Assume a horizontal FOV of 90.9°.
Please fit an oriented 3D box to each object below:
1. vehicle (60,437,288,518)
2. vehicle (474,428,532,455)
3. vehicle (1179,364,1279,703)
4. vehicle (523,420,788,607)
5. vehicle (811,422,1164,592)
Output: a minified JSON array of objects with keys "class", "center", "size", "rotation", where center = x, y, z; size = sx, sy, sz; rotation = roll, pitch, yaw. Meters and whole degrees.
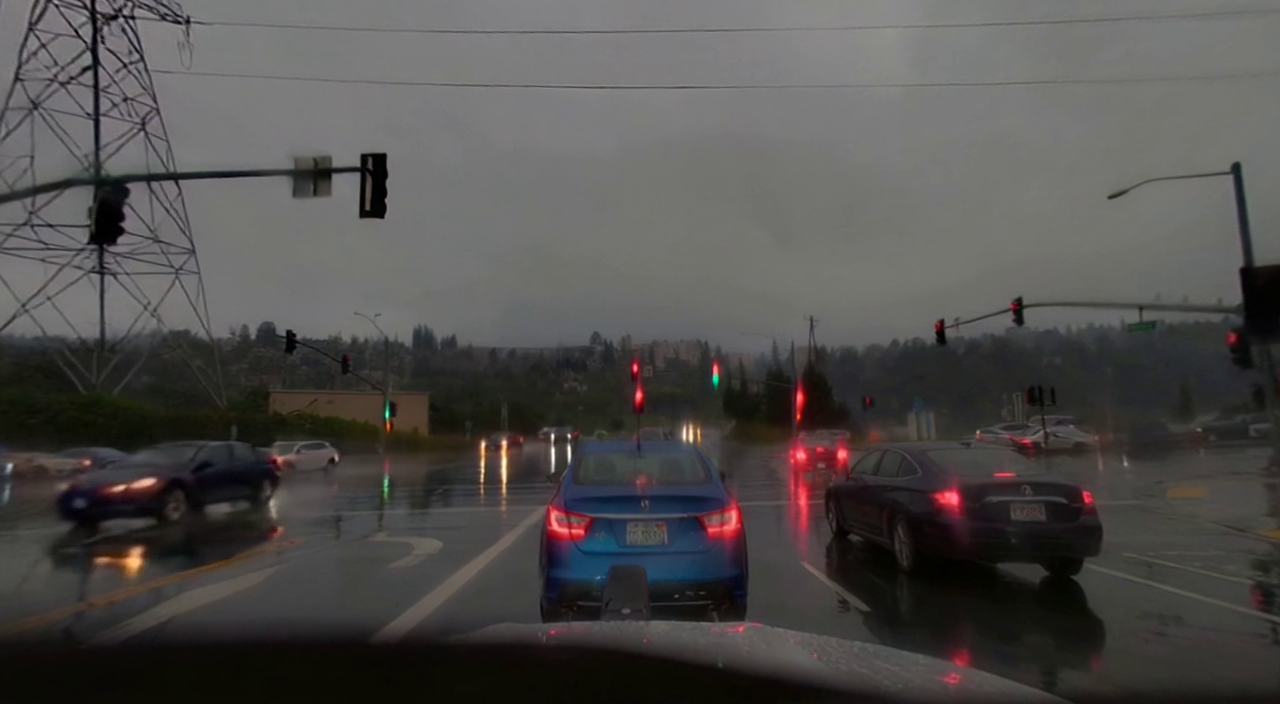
[{"class":"vehicle","center":[-10.181,2.729,14.284],"size":[1.910,1.537,4.123],"rotation":[-1,-8,2]},{"class":"vehicle","center":[-9.105,6.058,42.524],"size":[2.269,1.716,5.700],"rotation":[-1,-8,4]},{"class":"vehicle","center":[3.409,0.588,0.625],"size":[1.926,1.614,4.330],"rotation":[0,-8,1]},{"class":"vehicle","center":[0.110,1.595,7.125],"size":[2.117,1.474,4.036],"rotation":[0,-8,0]},{"class":"vehicle","center":[3.651,1.682,7.720],"size":[1.835,1.473,4.190],"rotation":[0,-8,-2]}]
